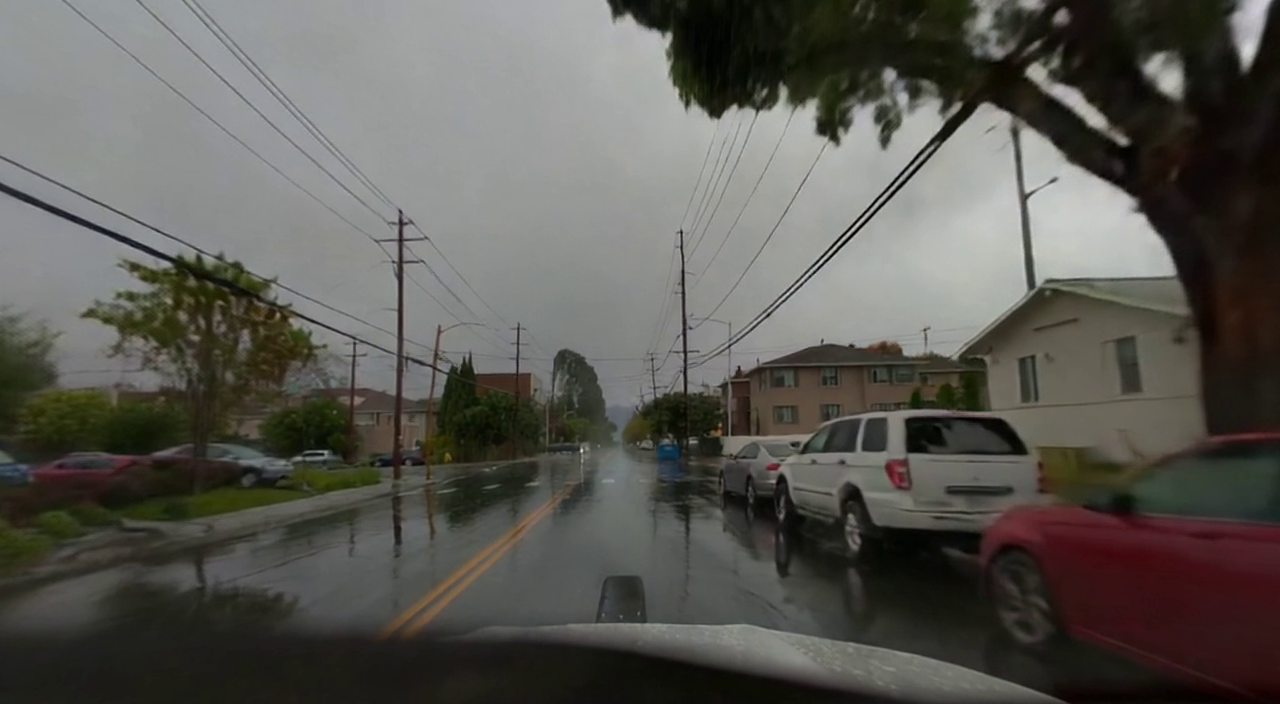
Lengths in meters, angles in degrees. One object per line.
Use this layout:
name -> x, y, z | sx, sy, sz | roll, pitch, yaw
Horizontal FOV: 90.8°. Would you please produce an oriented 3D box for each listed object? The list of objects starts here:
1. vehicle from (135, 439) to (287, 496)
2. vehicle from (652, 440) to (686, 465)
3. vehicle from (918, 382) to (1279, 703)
vehicle -> -17.086, 4.561, 25.303 | 4.822, 1.868, 2.015 | 3, -10, -39
vehicle -> 1.982, 7.017, 44.203 | 1.999, 1.604, 4.065 | 0, -9, -3
vehicle -> 3.326, 0.923, 2.627 | 1.895, 1.537, 4.844 | 0, -9, -3
